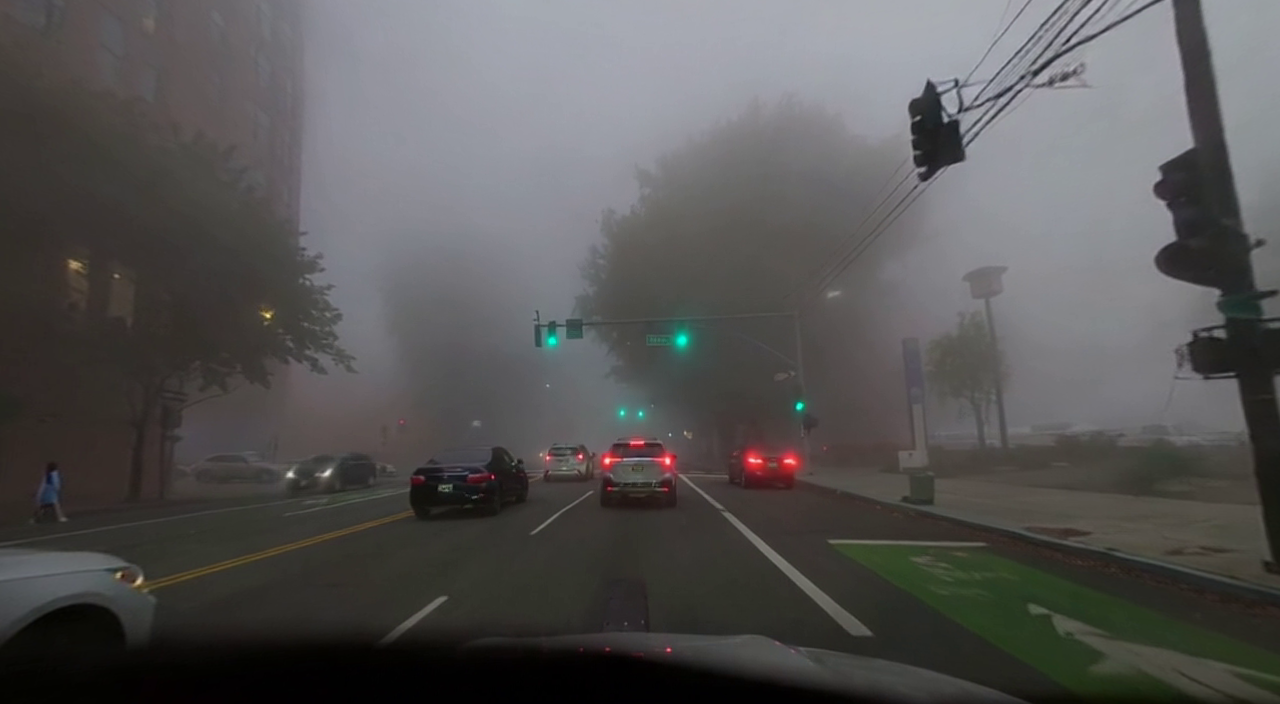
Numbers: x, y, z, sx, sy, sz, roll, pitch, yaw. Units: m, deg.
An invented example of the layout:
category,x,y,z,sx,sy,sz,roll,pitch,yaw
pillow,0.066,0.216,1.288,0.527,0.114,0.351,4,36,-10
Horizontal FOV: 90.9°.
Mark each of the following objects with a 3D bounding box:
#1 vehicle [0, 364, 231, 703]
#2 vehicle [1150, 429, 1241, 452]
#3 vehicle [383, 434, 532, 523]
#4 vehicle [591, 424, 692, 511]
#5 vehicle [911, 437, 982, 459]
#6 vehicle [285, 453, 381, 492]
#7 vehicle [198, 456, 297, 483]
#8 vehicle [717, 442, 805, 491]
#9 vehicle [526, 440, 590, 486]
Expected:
category,x,y,z,sx,sy,sz,roll,pitch,yaw
vehicle,-3.323,0.706,1.209,1.975,1.624,4.481,0,-8,1
vehicle,38.588,6.178,43.887,4.169,1.475,2.059,-3,-9,17
vehicle,-3.728,2.641,13.749,1.886,1.599,4.247,0,-8,1
vehicle,0.060,2.685,15.077,2.075,1.770,4.018,0,-8,1
vehicle,23.106,7.256,47.674,4.361,1.478,1.909,-4,-9,10
vehicle,-14.524,5.681,30.173,2.115,1.654,4.727,0,-8,2
vehicle,-29.566,8.845,47.689,2.021,1.802,5.987,-5,-10,31
vehicle,3.946,3.813,21.407,1.986,1.457,4.566,0,-8,-1
vehicle,-3.197,4.385,25.226,1.894,1.642,3.861,0,-8,2
